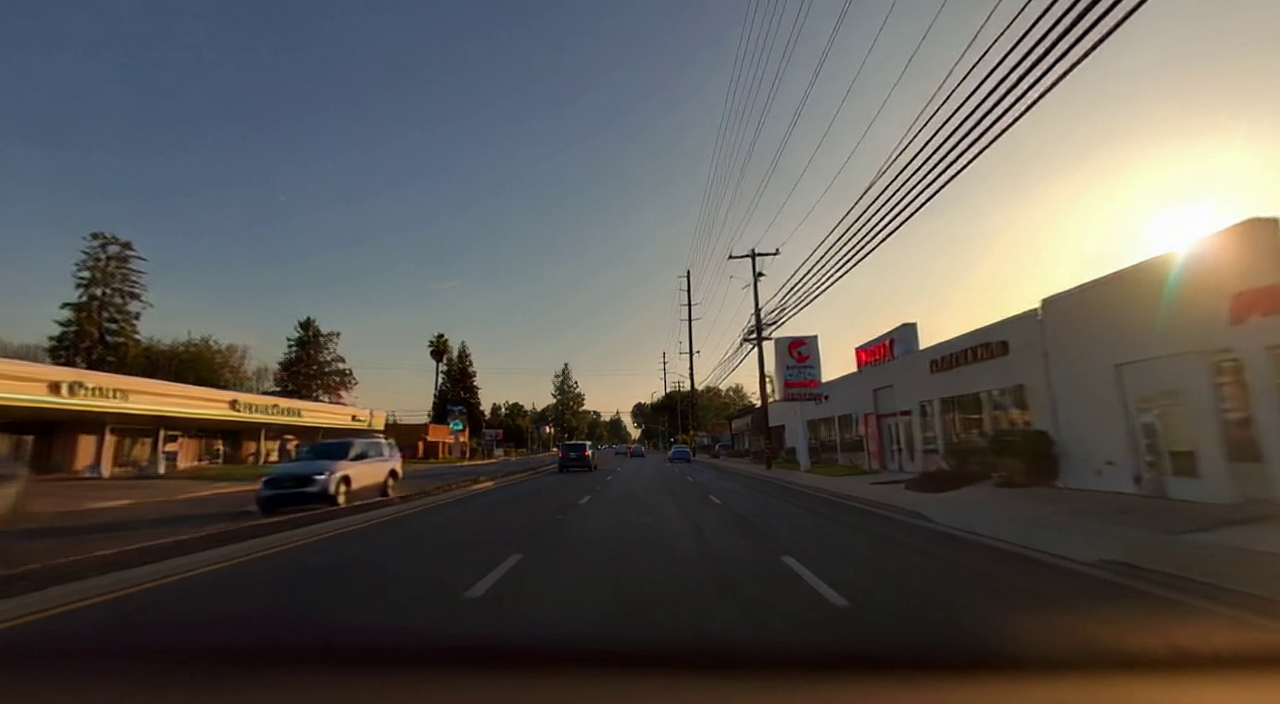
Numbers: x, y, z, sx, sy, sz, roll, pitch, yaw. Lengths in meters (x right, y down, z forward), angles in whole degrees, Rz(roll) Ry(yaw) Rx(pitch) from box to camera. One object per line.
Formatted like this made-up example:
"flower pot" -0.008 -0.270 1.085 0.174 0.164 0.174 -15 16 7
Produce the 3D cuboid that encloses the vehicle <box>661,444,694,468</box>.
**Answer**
"vehicle" 2.334 6.570 39.940 1.978 1.455 4.195 -1 -9 2

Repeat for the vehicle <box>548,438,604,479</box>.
"vehicle" -2.751 4.684 28.012 2.047 1.664 4.148 0 -9 0

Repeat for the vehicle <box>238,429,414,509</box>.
"vehicle" -7.961 3.004 16.698 2.009 1.773 4.925 0 -9 1
